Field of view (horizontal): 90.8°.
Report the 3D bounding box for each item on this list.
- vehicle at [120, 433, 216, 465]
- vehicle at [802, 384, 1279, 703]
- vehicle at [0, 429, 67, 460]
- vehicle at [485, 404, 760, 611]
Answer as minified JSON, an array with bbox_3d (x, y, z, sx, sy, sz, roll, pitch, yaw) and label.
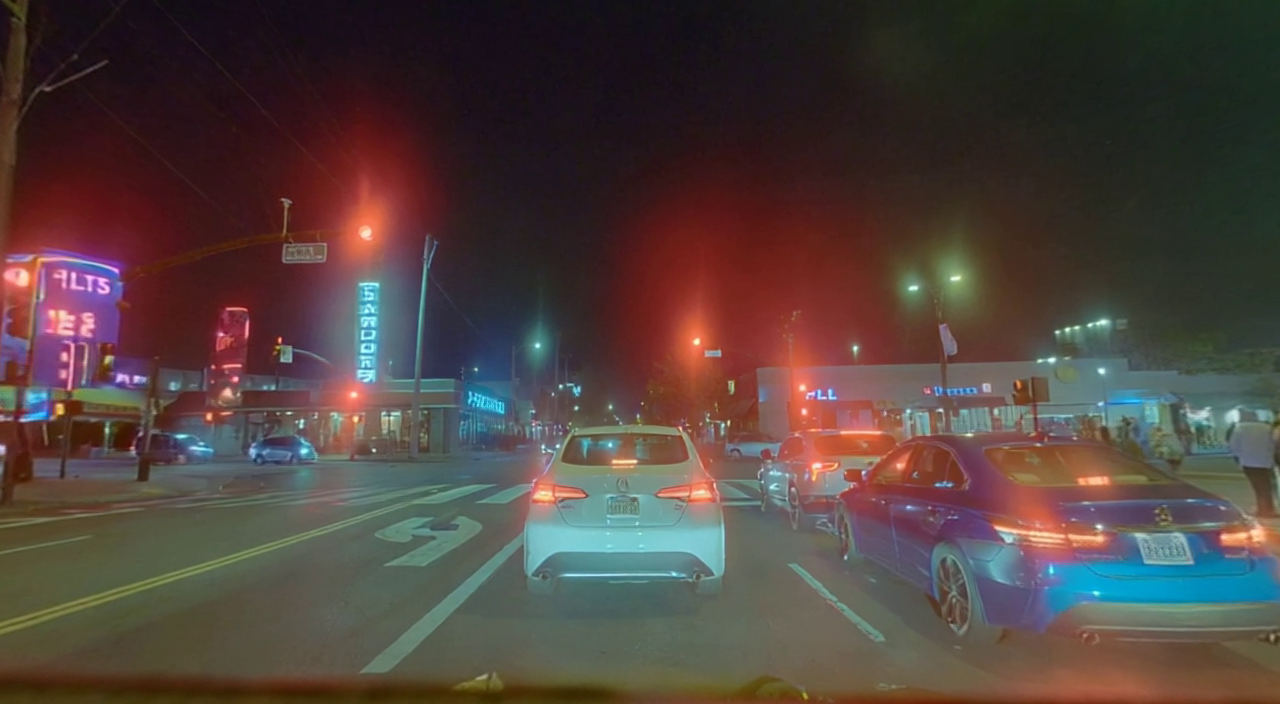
[{"bbox_3d":[-25.384,5.215,33.989,4.253,1.570,2.132,-4,-9,23],"label":"vehicle"},{"bbox_3d":[3.033,1.311,5.465,1.983,1.654,4.354,0,-8,-2],"label":"vehicle"},{"bbox_3d":[-34.556,5.178,35.390,4.164,1.652,2.087,-4,-9,26],"label":"vehicle"},{"bbox_3d":[-0.132,1.551,7.312,2.123,1.589,4.702,0,-8,0],"label":"vehicle"}]
